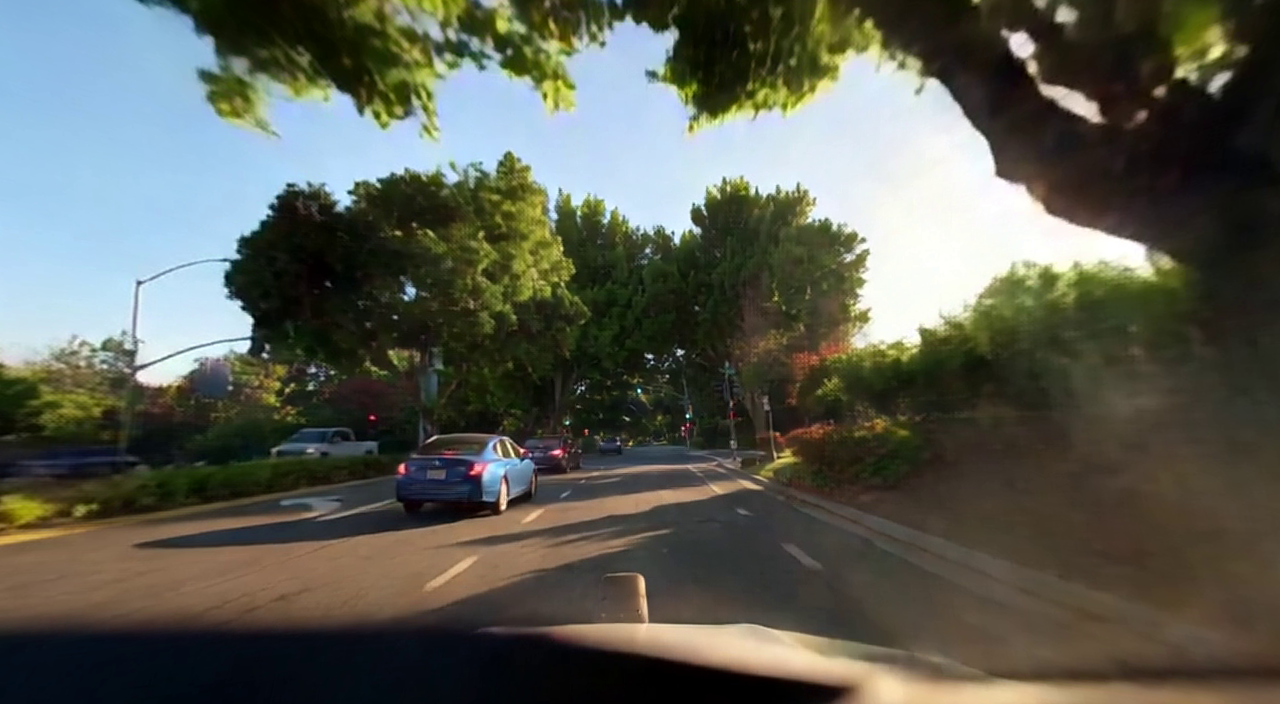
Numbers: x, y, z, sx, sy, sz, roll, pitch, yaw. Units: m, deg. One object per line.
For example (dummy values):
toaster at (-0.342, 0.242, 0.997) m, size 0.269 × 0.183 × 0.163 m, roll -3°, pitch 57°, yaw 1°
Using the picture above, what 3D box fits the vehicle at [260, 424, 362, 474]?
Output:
vehicle at (-17.042, 5.076, 33.109) m, size 2.496 × 2.351 × 5.293 m, roll 0°, pitch -8°, yaw 0°

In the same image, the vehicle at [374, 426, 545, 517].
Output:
vehicle at (-3.360, 2.330, 12.886) m, size 2.038 × 1.486 × 4.678 m, roll -1°, pitch -8°, yaw 1°
